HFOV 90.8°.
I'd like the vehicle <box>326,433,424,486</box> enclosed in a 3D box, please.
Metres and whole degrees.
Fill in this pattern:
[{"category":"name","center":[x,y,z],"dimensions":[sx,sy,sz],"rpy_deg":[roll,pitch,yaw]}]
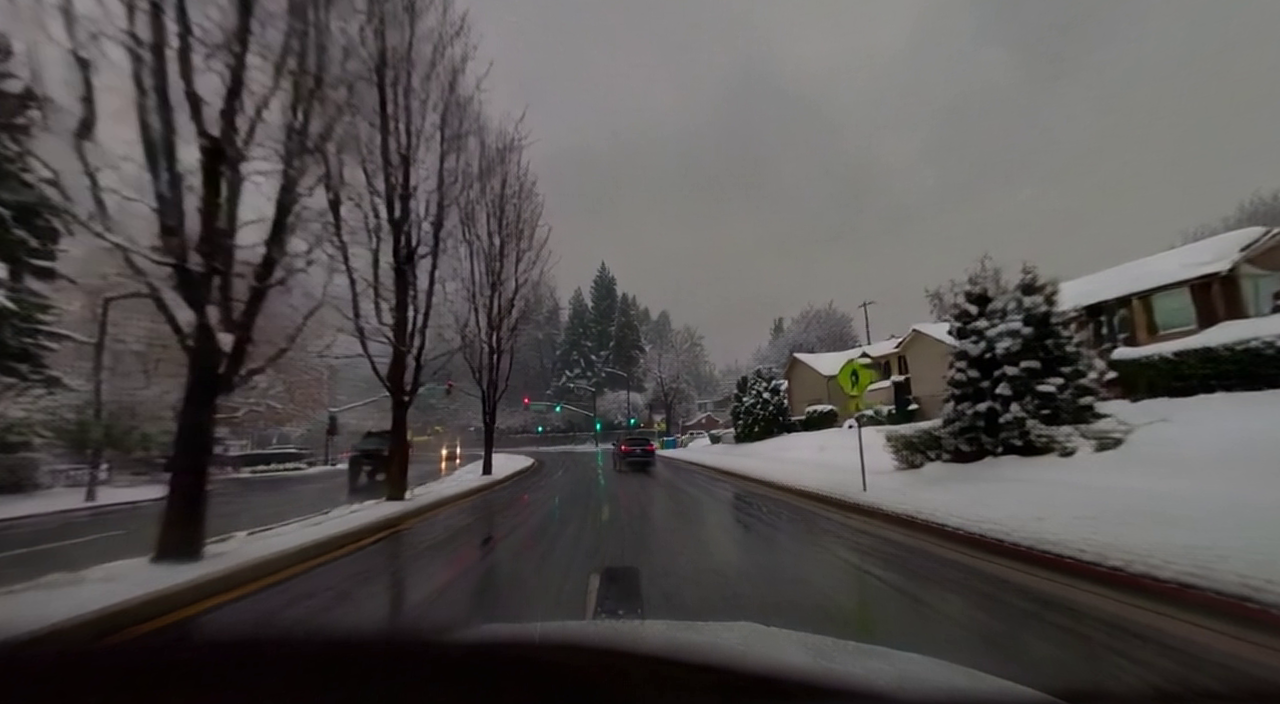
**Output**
[{"category":"vehicle","center":[-11.345,4.635,27.584],"dimensions":[2.334,2.022,5.653],"rpy_deg":[0,-9,-6]}]

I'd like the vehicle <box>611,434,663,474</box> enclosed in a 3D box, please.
[{"category":"vehicle","center":[-0.208,4.768,29.717],"dimensions":[1.990,1.707,4.225],"rpy_deg":[0,-9,-6]}]
